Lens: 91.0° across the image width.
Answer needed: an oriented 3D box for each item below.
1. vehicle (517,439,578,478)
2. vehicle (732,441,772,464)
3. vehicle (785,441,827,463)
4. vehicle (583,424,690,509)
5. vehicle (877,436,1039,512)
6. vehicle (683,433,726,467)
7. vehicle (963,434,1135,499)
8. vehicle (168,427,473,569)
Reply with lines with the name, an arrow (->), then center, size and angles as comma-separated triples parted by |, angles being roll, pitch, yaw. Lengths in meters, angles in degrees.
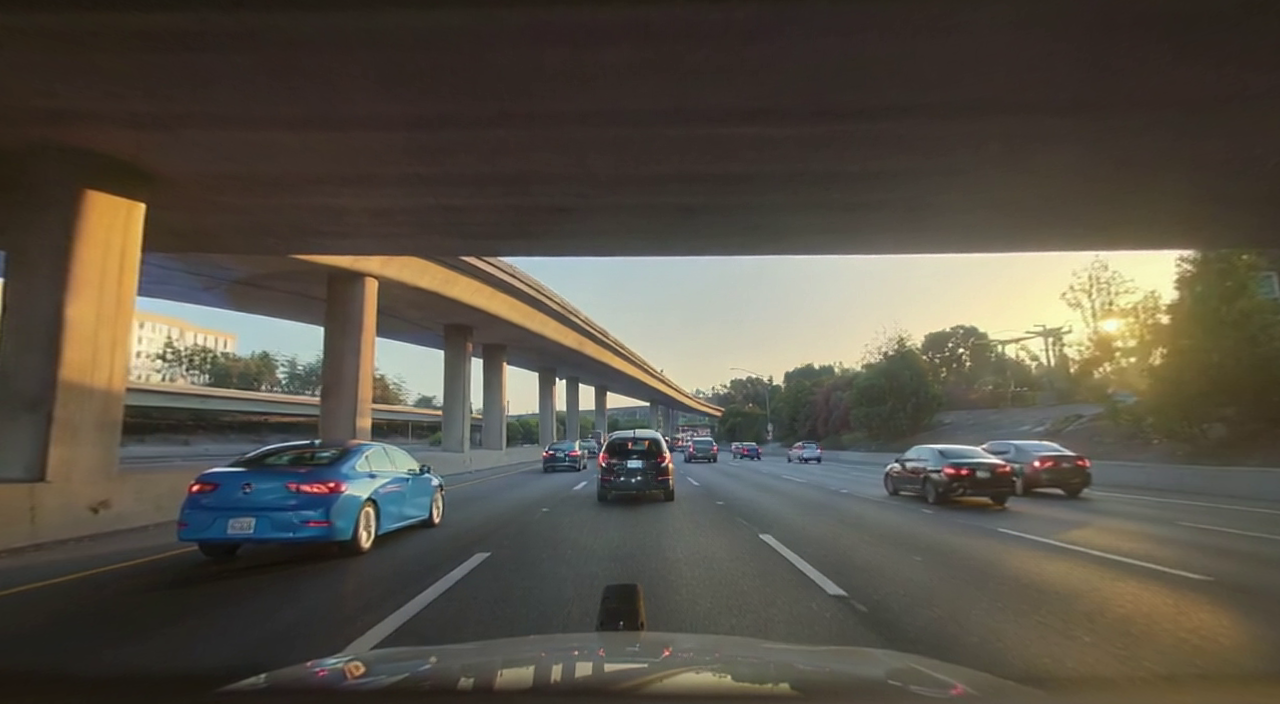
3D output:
vehicle -> -3.902, 4.574, 27.341 | 1.947, 1.516, 4.295 | 0, -9, 1
vehicle -> 7.704, 6.967, 43.847 | 1.963, 1.482, 4.436 | 0, -9, 0
vehicle -> 11.805, 7.141, 45.027 | 1.868, 1.468, 4.168 | 0, -9, 0
vehicle -> -0.060, 2.651, 14.924 | 2.181, 1.697, 4.021 | 0, -9, 0
vehicle -> 7.194, 2.769, 14.722 | 1.880, 1.526, 3.641 | 0, -9, 0
vehicle -> 3.793, 5.855, 37.809 | 2.069, 1.876, 4.447 | 0, -9, 0
vehicle -> 11.478, 3.226, 18.139 | 1.992, 1.625, 4.359 | 0, -9, 0
vehicle -> -4.009, 1.895, 8.980 | 1.974, 1.478, 4.412 | 0, -9, 1
